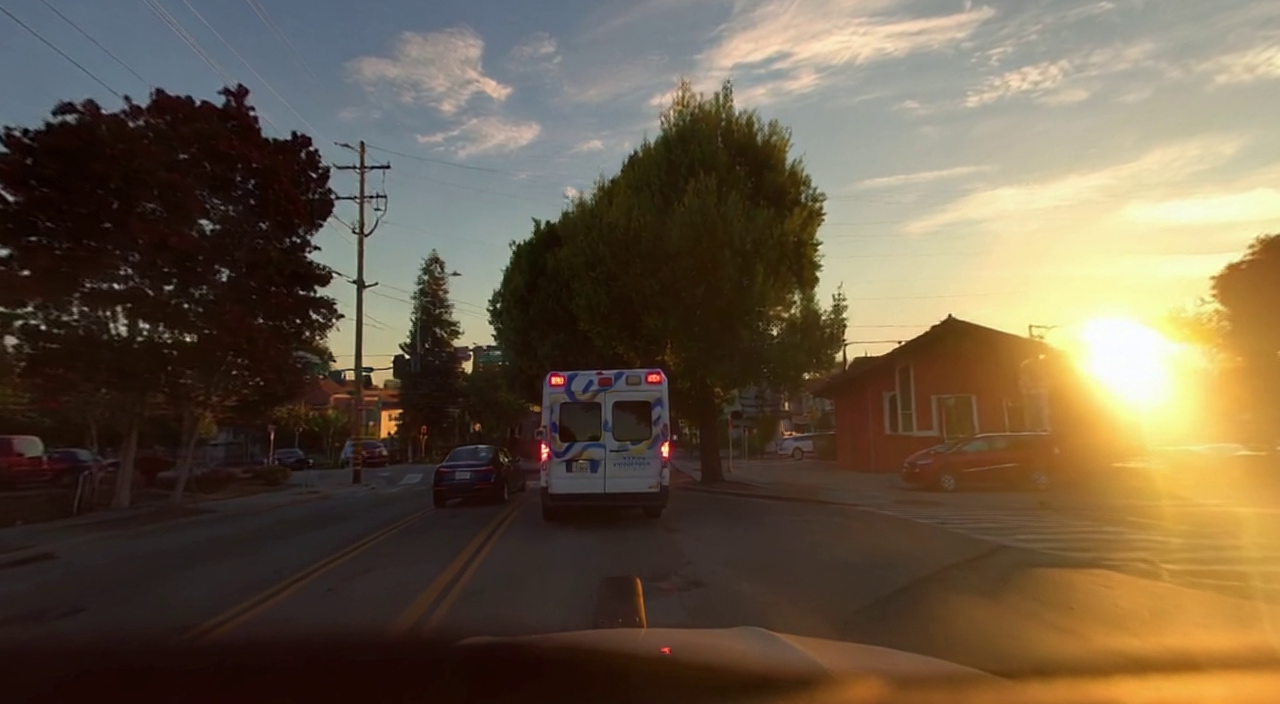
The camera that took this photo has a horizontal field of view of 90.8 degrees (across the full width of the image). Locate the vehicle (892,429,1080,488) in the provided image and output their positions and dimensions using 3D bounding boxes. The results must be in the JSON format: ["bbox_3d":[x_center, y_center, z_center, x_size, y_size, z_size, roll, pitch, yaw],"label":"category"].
[{"bbox_3d":[12.125,3.784,22.574,5.270,1.966,2.329,-2,-9,9],"label":"vehicle"}]

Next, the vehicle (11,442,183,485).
[{"bbox_3d":[-19.860,4.061,23.272,4.412,1.468,1.914,0,-8,-4],"label":"vehicle"}]

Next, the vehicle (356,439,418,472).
[{"bbox_3d":[-14.877,6.010,36.944,2.290,1.776,4.947,5,-10,-33],"label":"vehicle"}]

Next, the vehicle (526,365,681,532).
[{"bbox_3d":[-0.618,1.919,12.845,2.444,2.640,5.482,0,-8,-1],"label":"vehicle"}]
